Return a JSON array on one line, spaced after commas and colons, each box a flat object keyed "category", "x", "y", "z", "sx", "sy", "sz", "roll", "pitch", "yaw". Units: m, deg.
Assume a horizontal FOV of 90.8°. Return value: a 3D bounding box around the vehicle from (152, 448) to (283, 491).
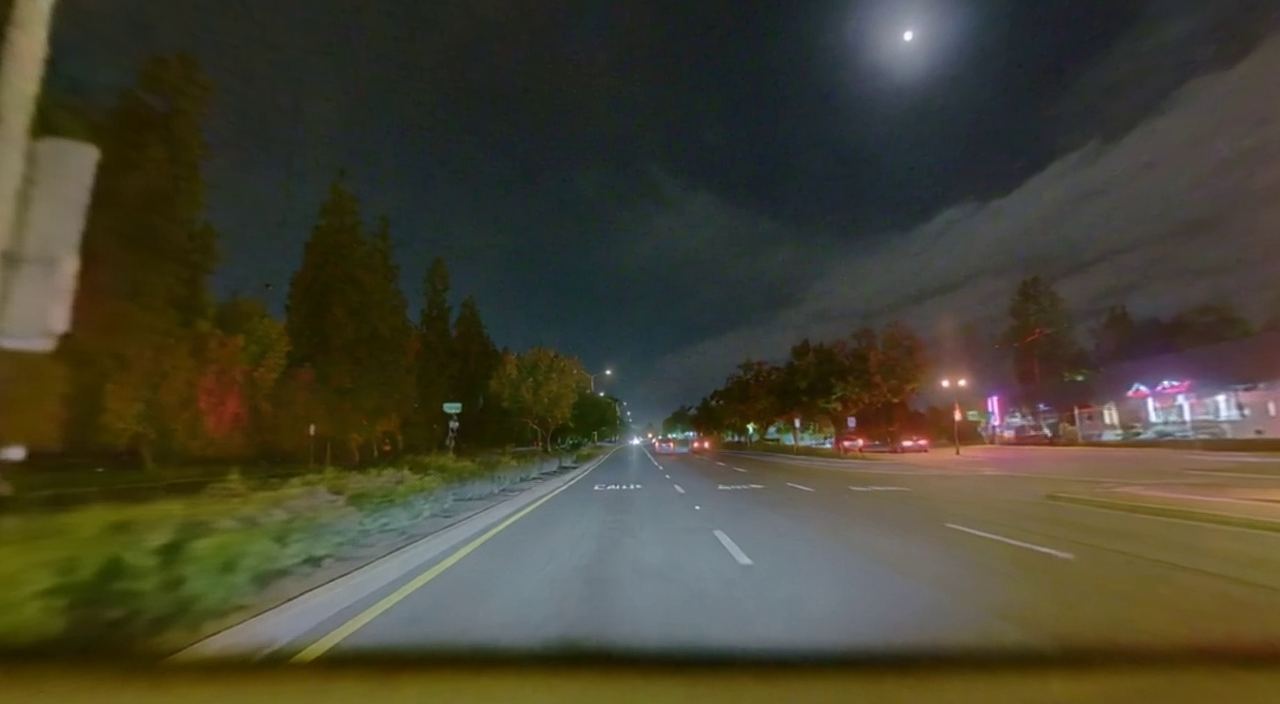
[{"category": "vehicle", "x": -16.206, "y": 4.493, "z": 24.571, "sx": 1.961, "sy": 1.480, "sz": 4.520, "roll": 0, "pitch": -8, "yaw": 0}]
